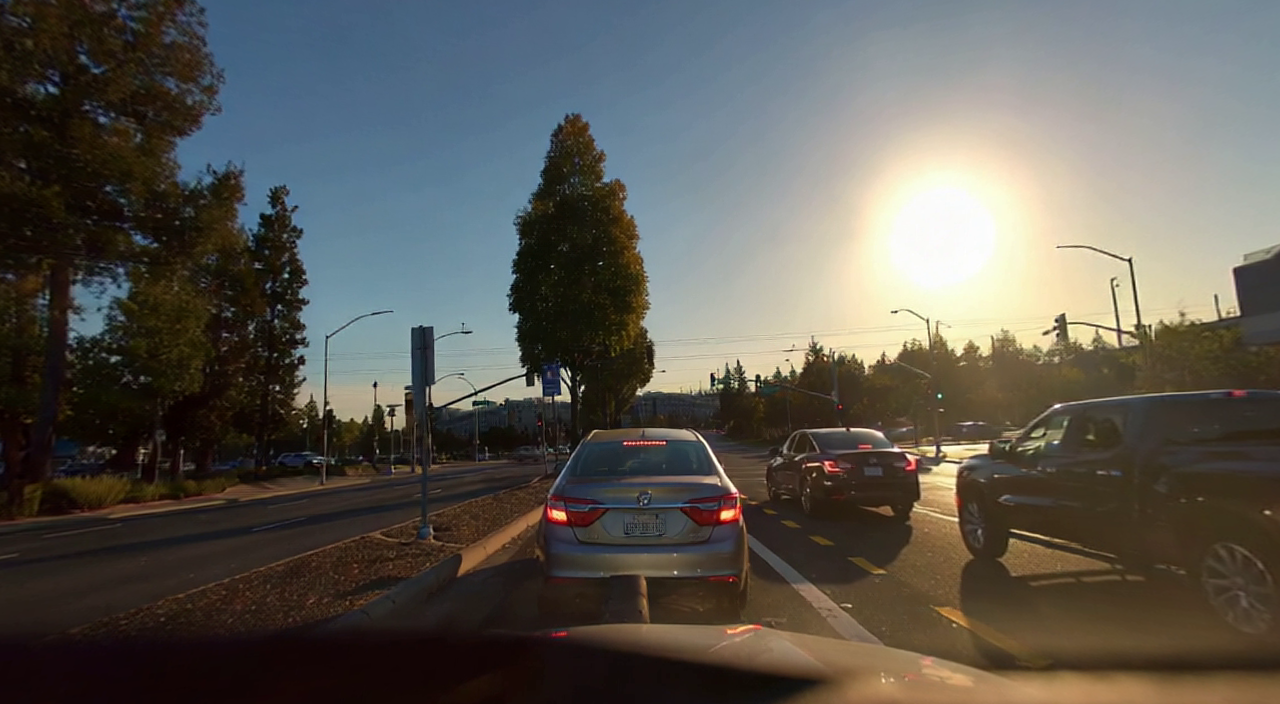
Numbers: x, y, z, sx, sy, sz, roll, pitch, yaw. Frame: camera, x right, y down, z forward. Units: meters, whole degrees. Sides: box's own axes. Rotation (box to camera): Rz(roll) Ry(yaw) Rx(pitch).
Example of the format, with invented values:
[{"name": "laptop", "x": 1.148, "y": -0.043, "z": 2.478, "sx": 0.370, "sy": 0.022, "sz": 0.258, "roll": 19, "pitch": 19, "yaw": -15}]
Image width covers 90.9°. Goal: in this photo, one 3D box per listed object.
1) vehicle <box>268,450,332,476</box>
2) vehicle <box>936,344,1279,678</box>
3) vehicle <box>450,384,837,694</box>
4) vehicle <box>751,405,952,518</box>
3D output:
[{"name": "vehicle", "x": -24.069, "y": 7.833, "z": 44.852, "sx": 1.798, "sy": 1.706, "sz": 4.385, "roll": -1, "pitch": -8, "yaw": 6}, {"name": "vehicle", "x": 4.509, "y": 1.095, "z": 5.033, "sx": 2.019, "sy": 1.803, "sz": 4.634, "roll": 0, "pitch": -8, "yaw": 0}, {"name": "vehicle", "x": -0.014, "y": 1.312, "z": 5.521, "sx": 2.116, "sy": 1.677, "sz": 3.948, "roll": 0, "pitch": -8, "yaw": -1}, {"name": "vehicle", "x": 4.184, "y": 2.322, "z": 13.856, "sx": 2.319, "sy": 1.930, "sz": 5.651, "roll": 0, "pitch": -8, "yaw": -1}]
